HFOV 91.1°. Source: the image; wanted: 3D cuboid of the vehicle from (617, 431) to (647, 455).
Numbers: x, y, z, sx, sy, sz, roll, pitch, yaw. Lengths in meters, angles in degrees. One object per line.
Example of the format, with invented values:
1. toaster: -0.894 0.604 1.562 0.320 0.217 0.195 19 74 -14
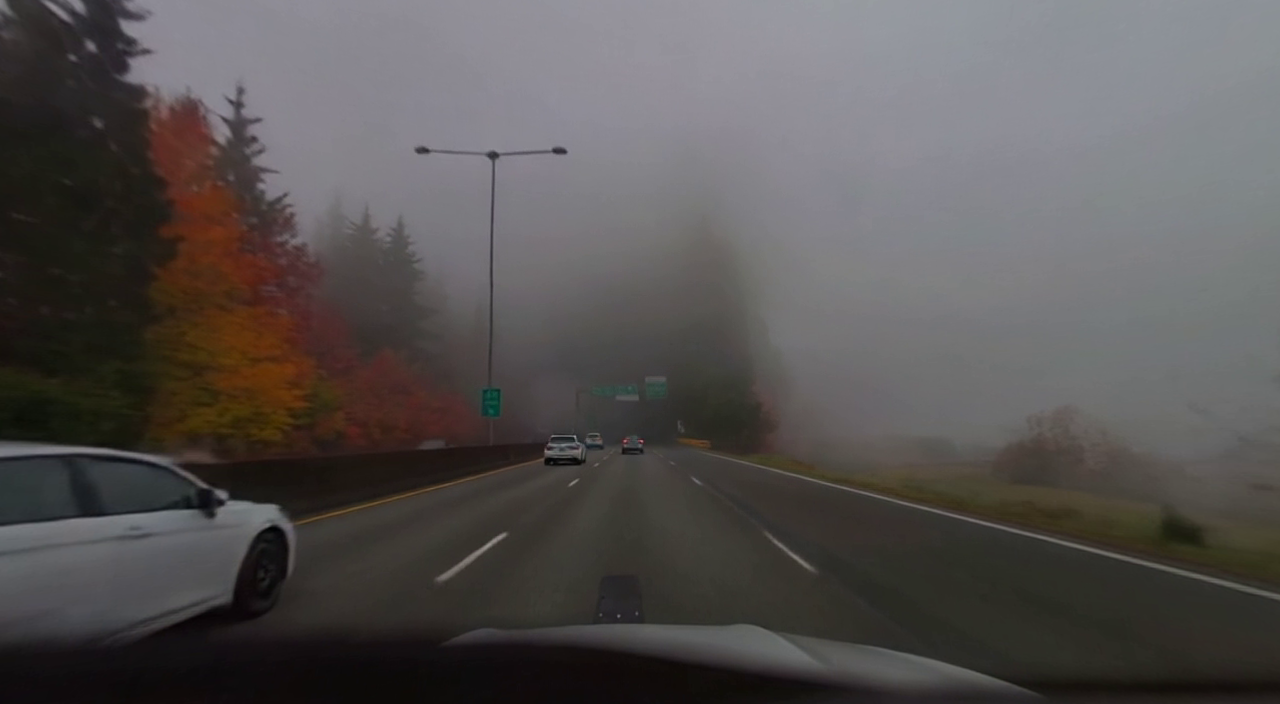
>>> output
1. vehicle: -0.544 6.434 44.653 2.054 1.609 3.859 0 -8 0

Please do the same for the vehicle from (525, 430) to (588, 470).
1. vehicle: -3.393 4.083 26.379 1.989 1.497 4.645 0 -8 0
